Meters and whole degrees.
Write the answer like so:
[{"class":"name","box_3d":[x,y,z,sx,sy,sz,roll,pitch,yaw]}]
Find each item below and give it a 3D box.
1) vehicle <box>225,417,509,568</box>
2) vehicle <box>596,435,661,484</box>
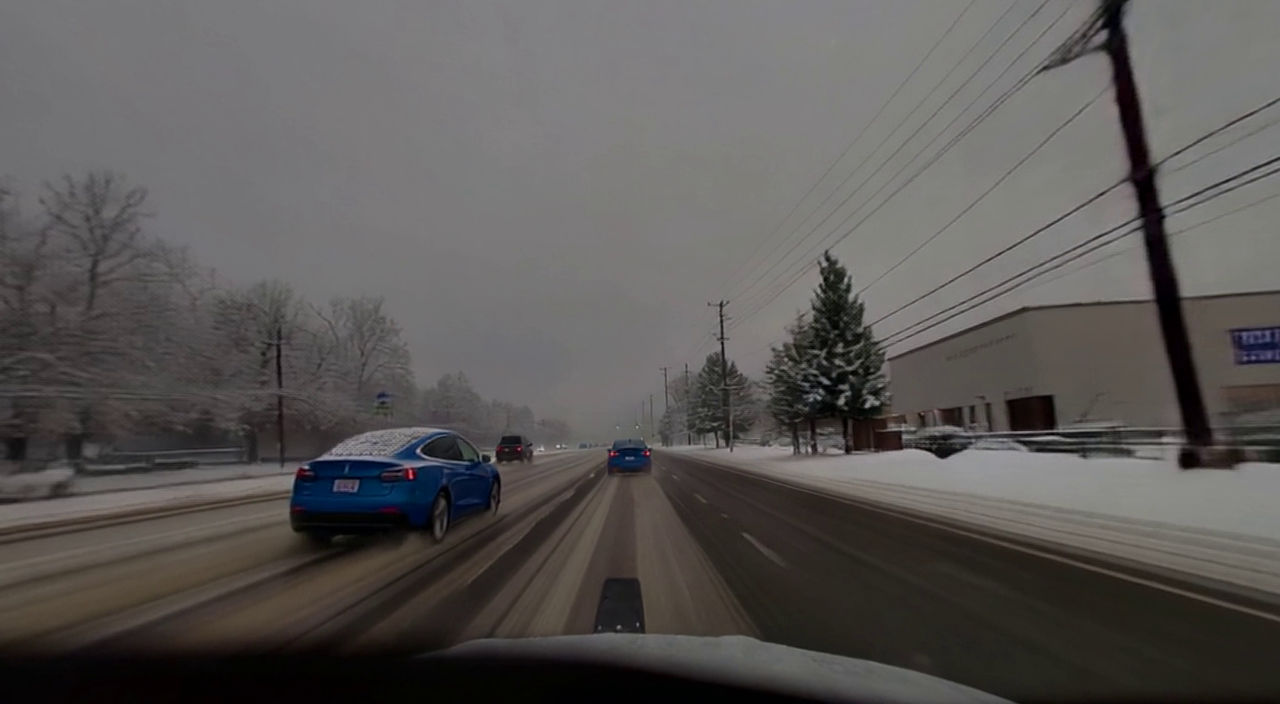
[{"class":"vehicle","box_3d":[-3.456,1.878,9.319,1.985,1.607,4.892,0,-8,0]},{"class":"vehicle","box_3d":[-0.398,3.951,23.582,2.189,1.652,4.135,0,-8,0]}]
